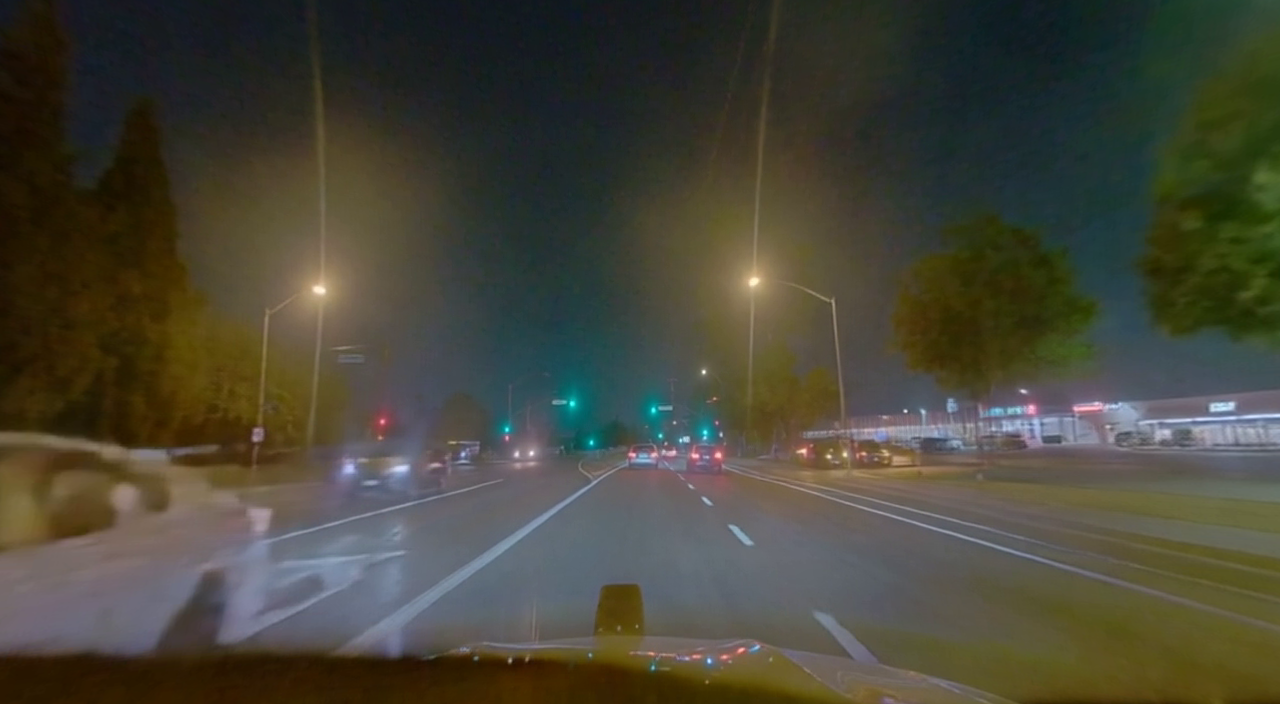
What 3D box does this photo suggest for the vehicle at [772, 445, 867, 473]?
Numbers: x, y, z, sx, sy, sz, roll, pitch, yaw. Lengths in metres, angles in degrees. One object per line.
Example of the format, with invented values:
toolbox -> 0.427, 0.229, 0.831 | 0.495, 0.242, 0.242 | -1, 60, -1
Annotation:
vehicle -> 9.808, 5.875, 34.839 | 4.662, 1.495, 1.998 | -1, -9, 5

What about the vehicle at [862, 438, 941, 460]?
vehicle -> 18.583, 6.910, 45.069 | 4.793, 1.470, 1.961 | 0, -9, 1

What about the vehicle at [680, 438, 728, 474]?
vehicle -> 3.309, 5.458, 33.413 | 2.046, 1.768, 4.370 | 0, -9, 0

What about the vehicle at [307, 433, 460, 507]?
vehicle -> -6.433, 2.989, 16.544 | 2.051, 1.634, 4.593 | 0, -8, 0

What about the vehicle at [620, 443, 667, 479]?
vehicle -> 0.141, 4.697, 27.520 | 1.917, 1.418, 3.987 | 0, -9, 0

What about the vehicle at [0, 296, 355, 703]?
vehicle -> -3.120, 0.749, 2.253 | 2.092, 1.779, 4.468 | 0, -9, 0
